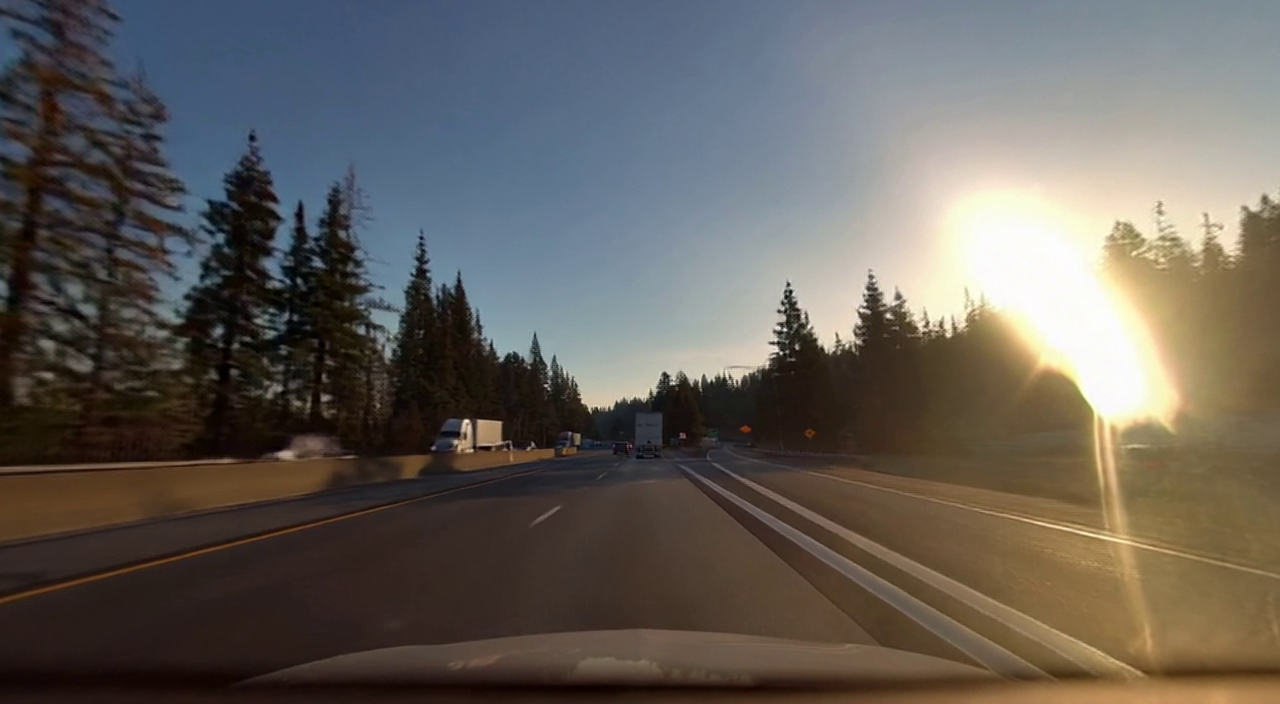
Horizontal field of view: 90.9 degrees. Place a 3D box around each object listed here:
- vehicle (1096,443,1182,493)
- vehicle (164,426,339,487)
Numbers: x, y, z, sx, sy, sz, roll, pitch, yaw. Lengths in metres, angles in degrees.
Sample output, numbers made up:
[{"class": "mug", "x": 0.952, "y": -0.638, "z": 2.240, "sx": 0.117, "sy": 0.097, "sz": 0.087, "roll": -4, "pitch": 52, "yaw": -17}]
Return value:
[{"class": "vehicle", "x": 25.149, "y": 5.741, "z": 31.735, "sx": 4.629, "sy": 2.287, "sz": 2.607, "roll": 8, "pitch": -12, "yaw": -44}, {"class": "vehicle", "x": -13.068, "y": 3.576, "z": 21.891, "sx": 2.386, "sy": 1.811, "sz": 5.807, "roll": 0, "pitch": -8, "yaw": 0}]
